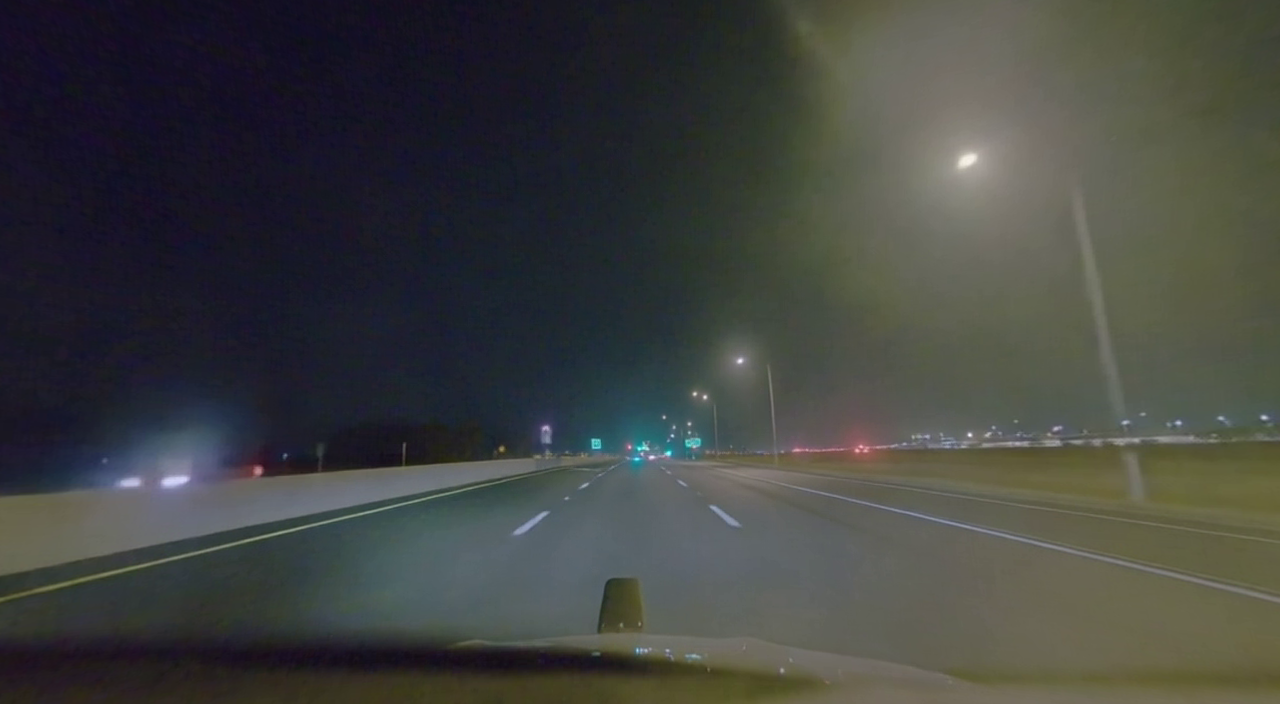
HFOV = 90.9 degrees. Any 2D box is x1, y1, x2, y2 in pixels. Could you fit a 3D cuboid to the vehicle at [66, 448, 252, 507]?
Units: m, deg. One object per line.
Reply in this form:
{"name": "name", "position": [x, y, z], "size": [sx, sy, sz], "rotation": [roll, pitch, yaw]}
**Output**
{"name": "vehicle", "position": [-15.345, 4.000, 20.612], "size": [2.014, 1.655, 5.178], "rotation": [0, -9, -1]}
